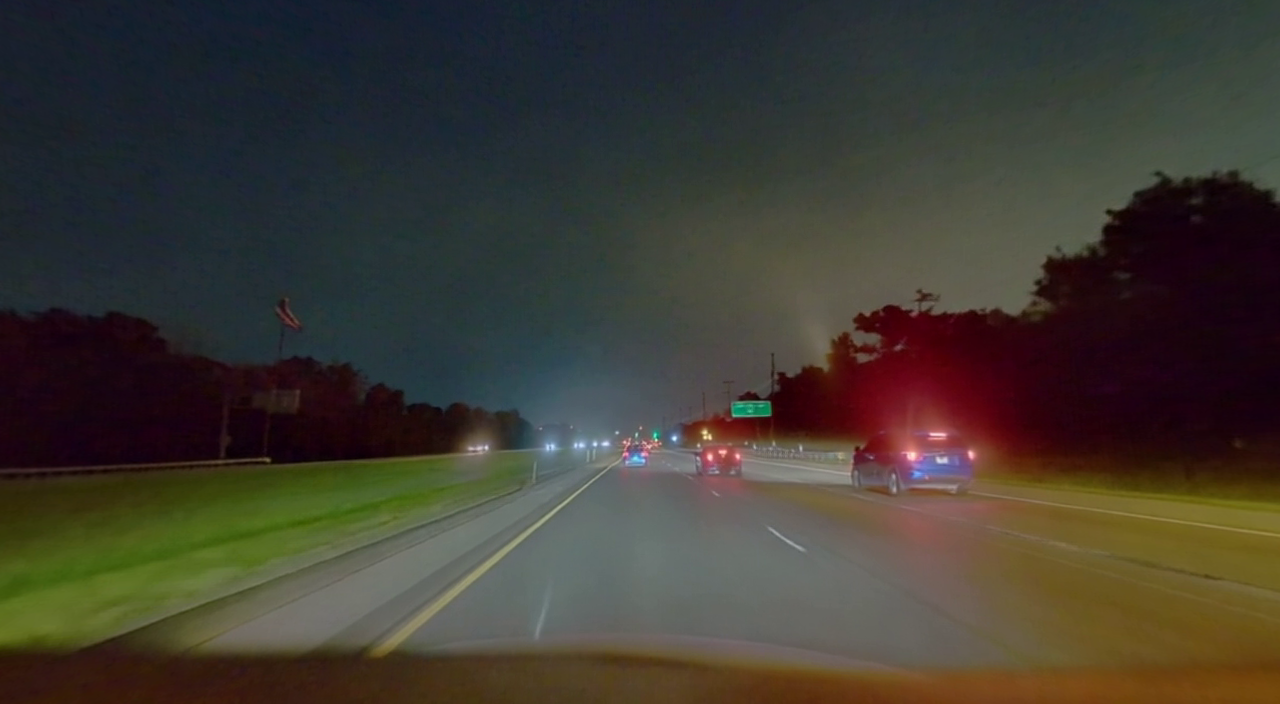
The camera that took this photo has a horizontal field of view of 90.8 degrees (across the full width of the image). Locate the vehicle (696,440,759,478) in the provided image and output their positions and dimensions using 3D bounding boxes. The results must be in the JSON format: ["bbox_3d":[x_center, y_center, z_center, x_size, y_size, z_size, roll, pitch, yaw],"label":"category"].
[{"bbox_3d":[3.615,4.499,26.861,1.978,1.488,4.252,0,-8,-2],"label":"vehicle"}]

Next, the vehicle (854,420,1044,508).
[{"bbox_3d":[7.211,2.662,15.493,2.114,1.800,4.779,0,-8,-1],"label":"vehicle"}]

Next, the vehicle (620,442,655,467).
[{"bbox_3d":[-0.203,6.393,39.700,2.085,1.449,3.860,0,-8,-1],"label":"vehicle"}]
